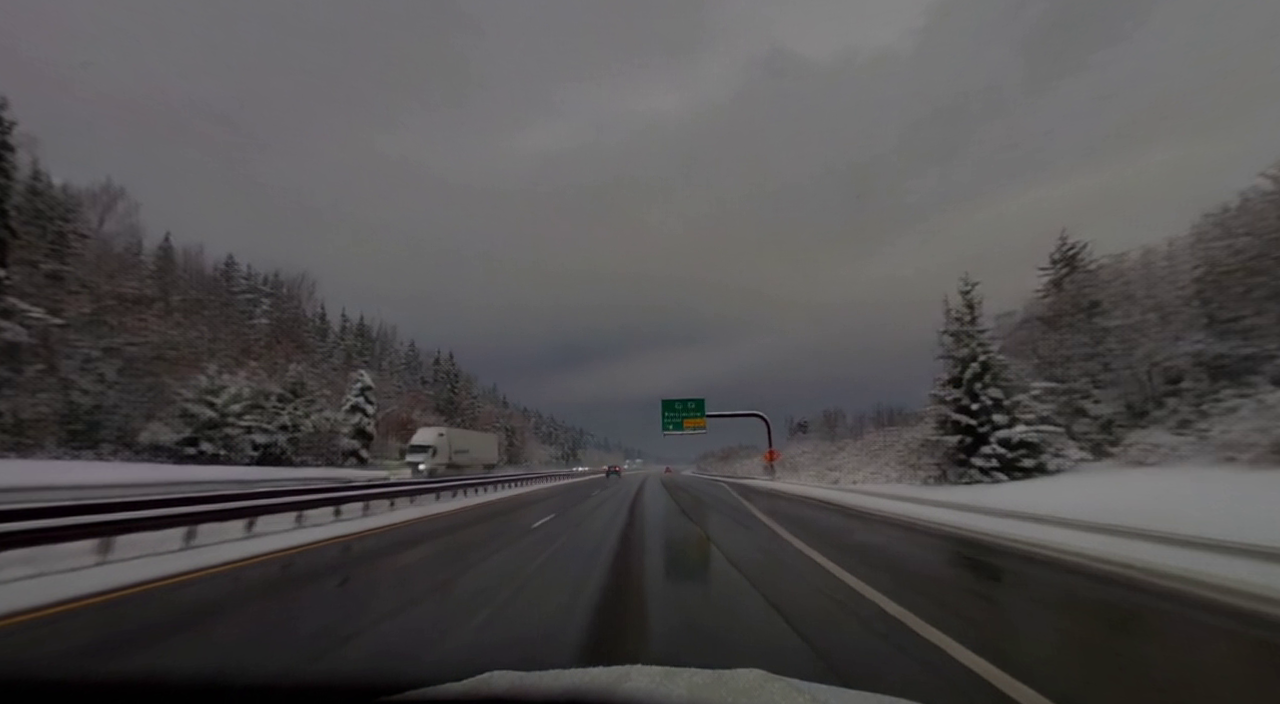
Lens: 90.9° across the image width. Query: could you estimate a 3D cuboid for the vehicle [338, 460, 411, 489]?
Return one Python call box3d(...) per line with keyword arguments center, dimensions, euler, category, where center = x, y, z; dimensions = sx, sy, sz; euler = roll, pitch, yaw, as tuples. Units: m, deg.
box3d(center=(-14.125, 6.553, 33.836), dimensions=(1.820, 1.420, 4.348), euler=(0, -10, 3), category="vehicle")
